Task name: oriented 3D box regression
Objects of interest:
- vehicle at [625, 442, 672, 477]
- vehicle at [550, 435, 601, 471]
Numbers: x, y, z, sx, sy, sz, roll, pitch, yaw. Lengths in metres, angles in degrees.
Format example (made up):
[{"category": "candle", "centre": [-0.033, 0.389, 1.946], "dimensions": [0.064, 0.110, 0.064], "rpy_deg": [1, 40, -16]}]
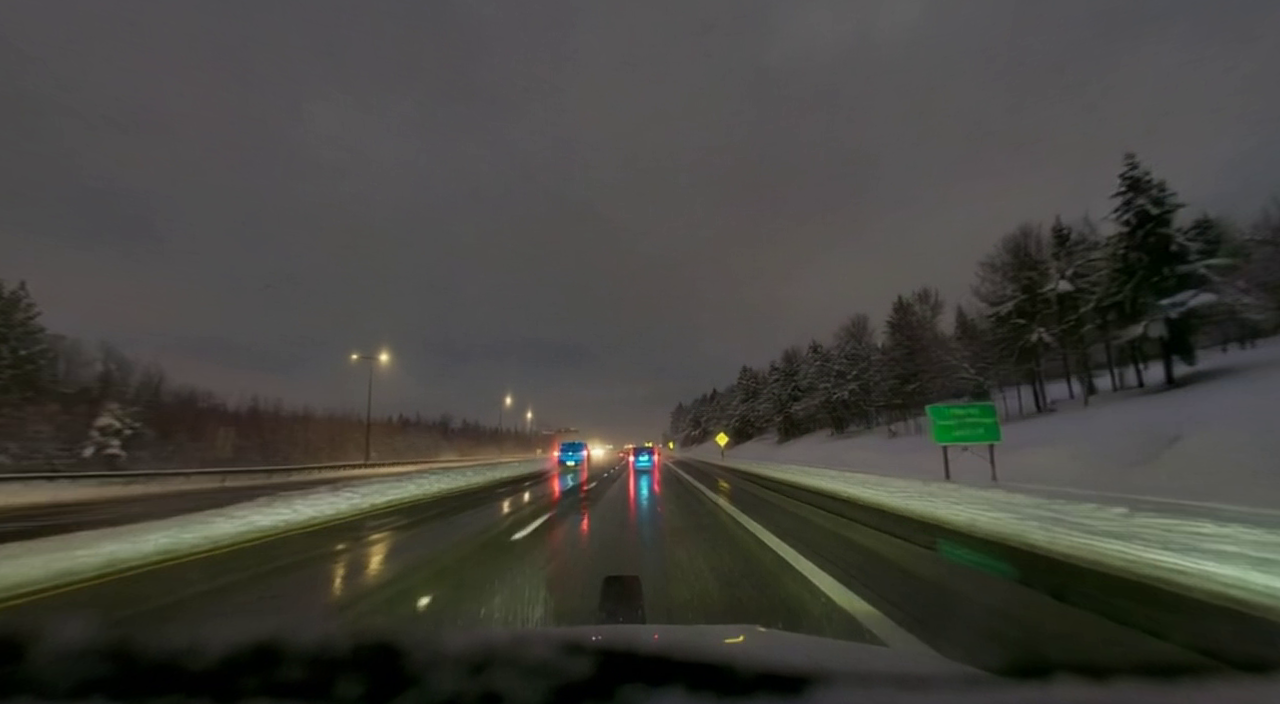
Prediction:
[{"category": "vehicle", "centre": [0.426, 5.160, 30.523], "dimensions": [2.086, 1.548, 4.325], "rpy_deg": [0, -9, 1]}, {"category": "vehicle", "centre": [-3.586, 5.767, 36.081], "dimensions": [2.264, 1.901, 4.647], "rpy_deg": [0, -9, 2]}]
